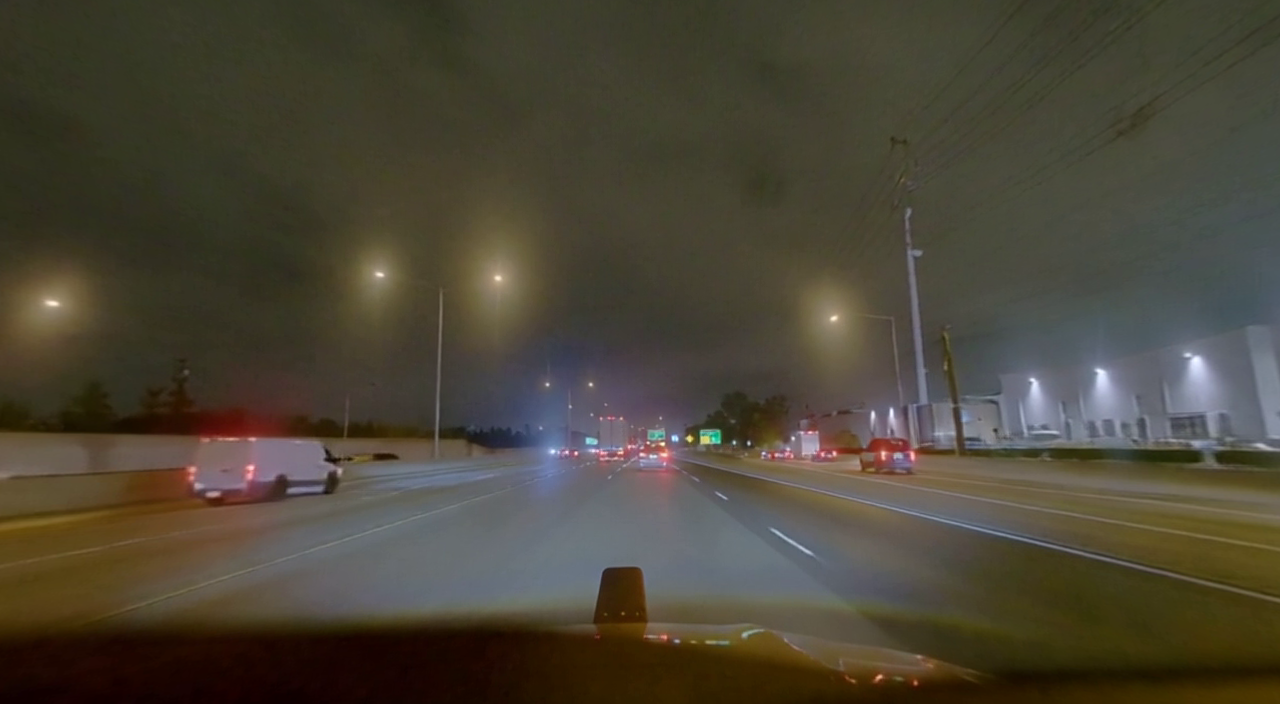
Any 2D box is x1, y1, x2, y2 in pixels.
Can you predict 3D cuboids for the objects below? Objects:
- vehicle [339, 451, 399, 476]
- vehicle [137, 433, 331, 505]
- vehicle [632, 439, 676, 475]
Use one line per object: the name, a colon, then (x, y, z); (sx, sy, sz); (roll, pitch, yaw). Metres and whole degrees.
vehicle: (-16.358, 6.721, 38.270); (1.938, 1.421, 3.567); (-1, -8, 2)
vehicle: (-10.856, 3.141, 17.437); (2.097, 1.673, 4.730); (0, -8, 1)
vehicle: (0.742, 5.860, 35.452); (2.279, 1.837, 4.747); (0, -8, 0)
